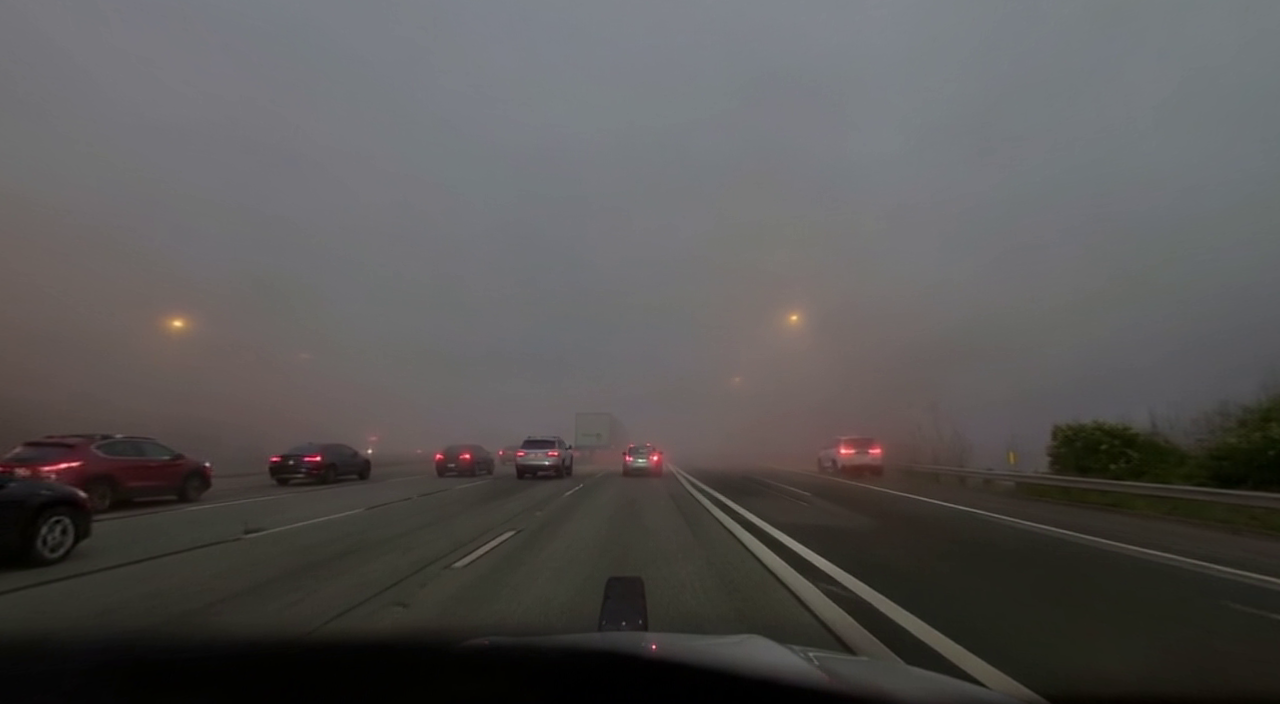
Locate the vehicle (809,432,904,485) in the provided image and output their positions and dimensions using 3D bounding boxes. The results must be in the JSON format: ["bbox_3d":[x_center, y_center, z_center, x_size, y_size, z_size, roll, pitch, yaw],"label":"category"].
[{"bbox_3d":[7.729,3.838,23.038,2.026,1.718,4.522,-1,-8,3],"label":"vehicle"}]

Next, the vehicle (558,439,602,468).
[{"bbox_3d":[-3.656,6.281,39.167,2.243,1.683,4.178,0,-8,1],"label":"vehicle"}]

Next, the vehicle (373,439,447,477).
[{"bbox_3d":[-10.812,5.008,30.005,1.894,1.669,4.251,0,-8,0],"label":"vehicle"}]

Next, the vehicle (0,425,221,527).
[{"bbox_3d":[-11.214,2.478,13.171,1.871,1.747,4.342,0,-8,0],"label":"vehicle"}]

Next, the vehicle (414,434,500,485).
[{"bbox_3d":[-6.938,4.093,24.379,1.998,1.770,4.222,0,-8,1],"label":"vehicle"}]

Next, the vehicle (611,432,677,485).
[{"bbox_3d":[0.153,3.824,22.868,2.180,1.716,3.920,0,-8,1],"label":"vehicle"}]

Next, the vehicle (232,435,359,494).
[{"bbox_3d":[-10.962,3.591,20.447,1.863,1.696,3.885,0,-8,1],"label":"vehicle"}]

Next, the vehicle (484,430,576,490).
[{"bbox_3d":[-3.563,3.594,21.385,2.125,1.792,4.466,0,-8,2],"label":"vehicle"}]
